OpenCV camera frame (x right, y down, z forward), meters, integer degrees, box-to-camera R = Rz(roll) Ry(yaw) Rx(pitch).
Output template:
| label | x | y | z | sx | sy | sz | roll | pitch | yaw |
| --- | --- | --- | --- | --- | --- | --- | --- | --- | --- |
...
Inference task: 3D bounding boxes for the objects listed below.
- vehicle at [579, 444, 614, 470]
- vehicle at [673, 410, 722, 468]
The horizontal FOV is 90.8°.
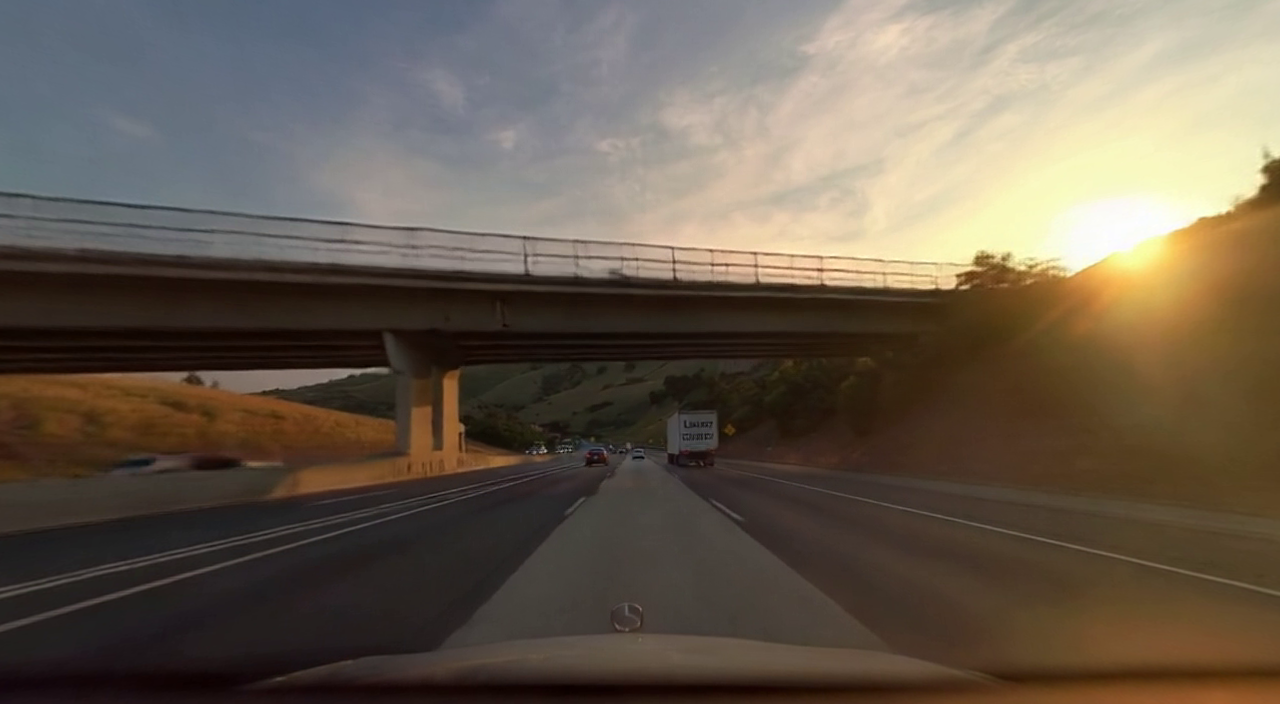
| label | x | y | z | sx | sy | sz | roll | pitch | yaw |
| --- | --- | --- | --- | --- | --- | --- | --- | --- | --- |
| vehicle | -2.898 | 7.065 | 42.559 | 2.052 | 1.654 | 4.303 | 0 | -9 | 0 |
| vehicle | 4.244 | 6.782 | 48.696 | 2.885 | 3.992 | 8.526 | 0 | -9 | -1 |
